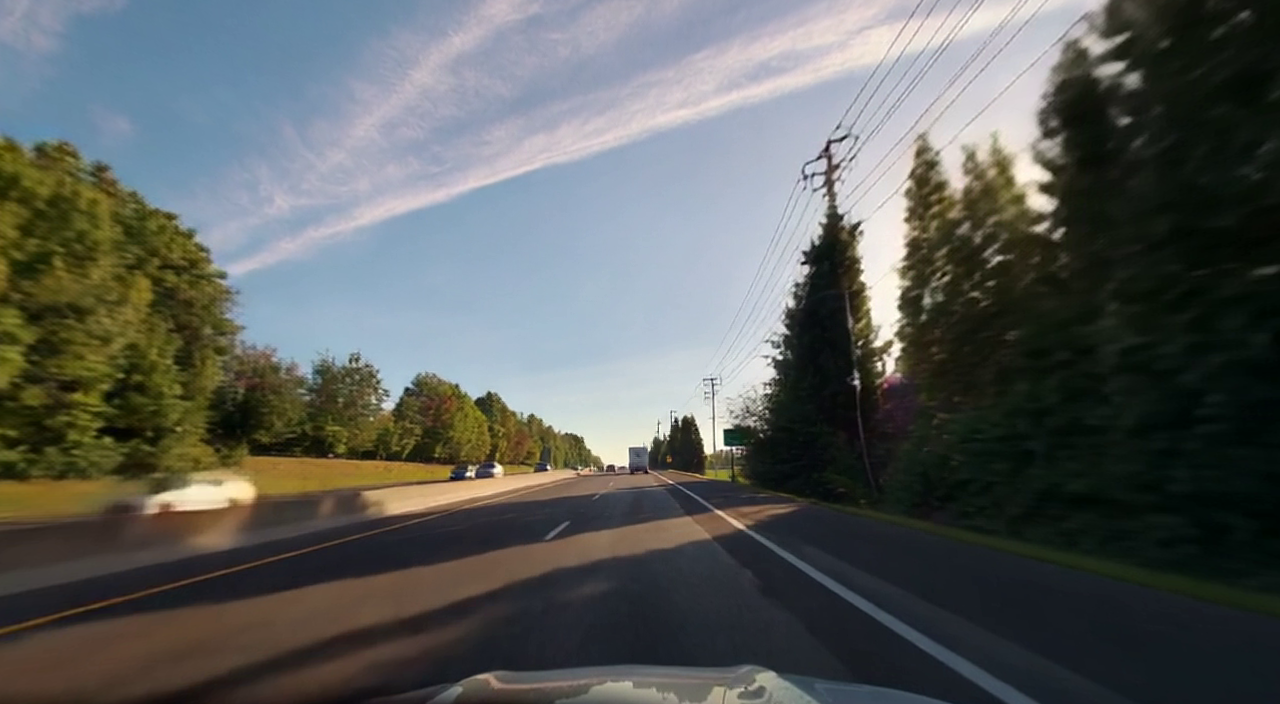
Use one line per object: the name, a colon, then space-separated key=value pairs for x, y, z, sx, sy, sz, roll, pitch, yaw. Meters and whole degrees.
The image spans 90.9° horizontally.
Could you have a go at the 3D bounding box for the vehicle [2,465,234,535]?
vehicle: x=-12.471 y=3.535 z=15.564 sx=1.945 sy=1.434 sz=4.412 roll=0 pitch=-10 yaw=-1

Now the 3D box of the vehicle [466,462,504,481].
vehicle: x=-11.889 y=9.211 z=48.604 sx=1.877 sy=1.429 sz=3.879 roll=0 pitch=-11 yaw=0
